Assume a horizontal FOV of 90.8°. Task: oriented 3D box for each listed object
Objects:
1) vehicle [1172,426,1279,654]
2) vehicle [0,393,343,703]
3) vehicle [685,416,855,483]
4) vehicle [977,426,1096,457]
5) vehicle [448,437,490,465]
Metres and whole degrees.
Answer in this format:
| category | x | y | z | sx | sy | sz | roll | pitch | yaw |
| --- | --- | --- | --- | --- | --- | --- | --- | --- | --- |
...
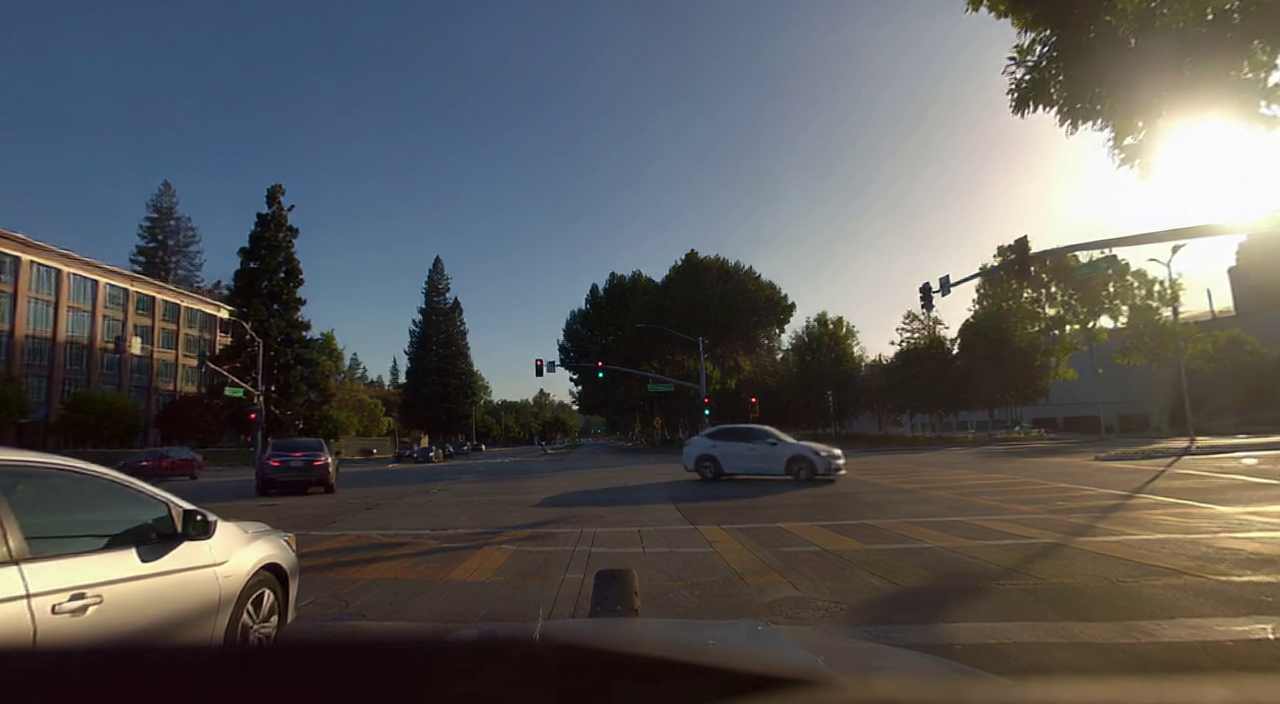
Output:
| category | x | y | z | sx | sy | sz | roll | pitch | yaw |
| --- | --- | --- | --- | --- | --- | --- | --- | --- | --- |
| vehicle | 4.931 | 0.980 | 2.518 | 1.949 | 1.449 | 4.530 | -1 | -8 | 5 |
| vehicle | -3.067 | 0.894 | 2.144 | 1.919 | 1.478 | 4.720 | 0 | -8 | -1 |
| vehicle | 4.064 | 3.062 | 19.935 | 4.778 | 1.871 | 2.109 | -5 | -10 | 28 |
| vehicle | 19.875 | 4.510 | 31.791 | 4.660 | 1.495 | 2.007 | 0 | -8 | -2 |
| vehicle | -12.804 | 7.413 | 47.520 | 2.051 | 1.715 | 4.346 | -3 | -6 | -2 |
